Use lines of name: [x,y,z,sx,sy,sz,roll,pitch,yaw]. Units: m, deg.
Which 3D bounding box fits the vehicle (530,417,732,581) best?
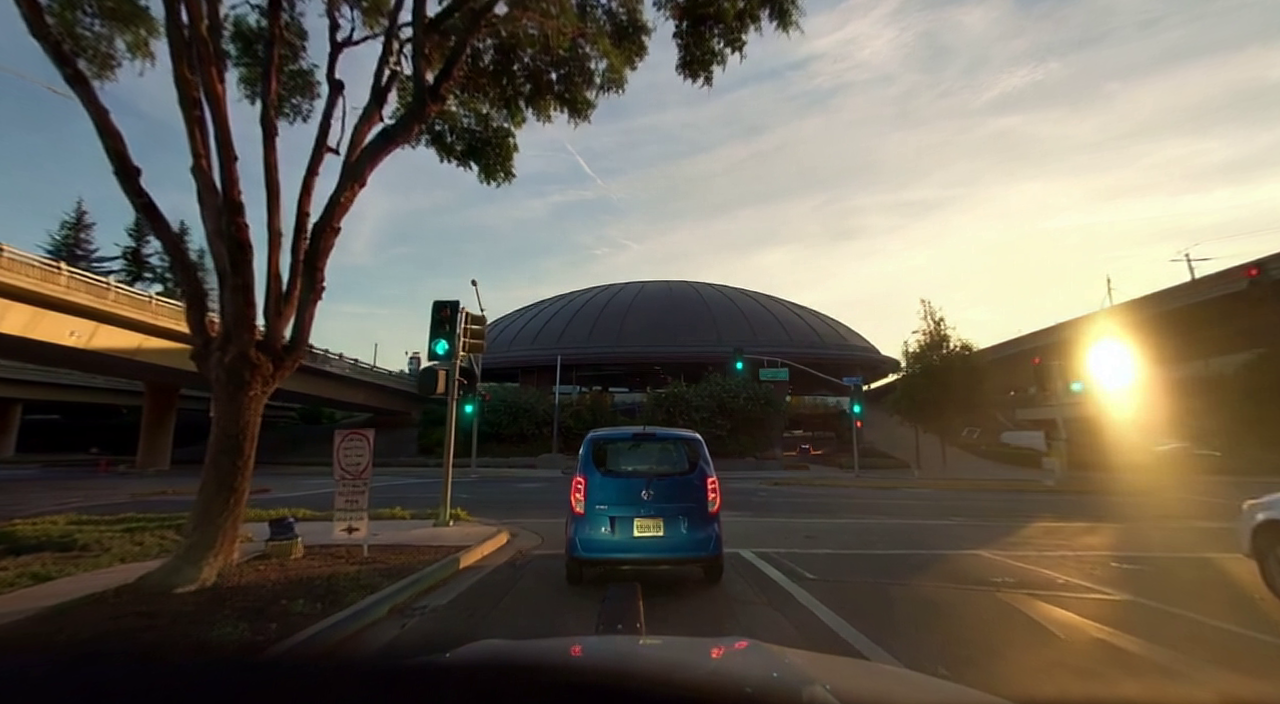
vehicle: [-0.147,1.735,8.121,1.976,1.584,3.772,1,-9,-2]
